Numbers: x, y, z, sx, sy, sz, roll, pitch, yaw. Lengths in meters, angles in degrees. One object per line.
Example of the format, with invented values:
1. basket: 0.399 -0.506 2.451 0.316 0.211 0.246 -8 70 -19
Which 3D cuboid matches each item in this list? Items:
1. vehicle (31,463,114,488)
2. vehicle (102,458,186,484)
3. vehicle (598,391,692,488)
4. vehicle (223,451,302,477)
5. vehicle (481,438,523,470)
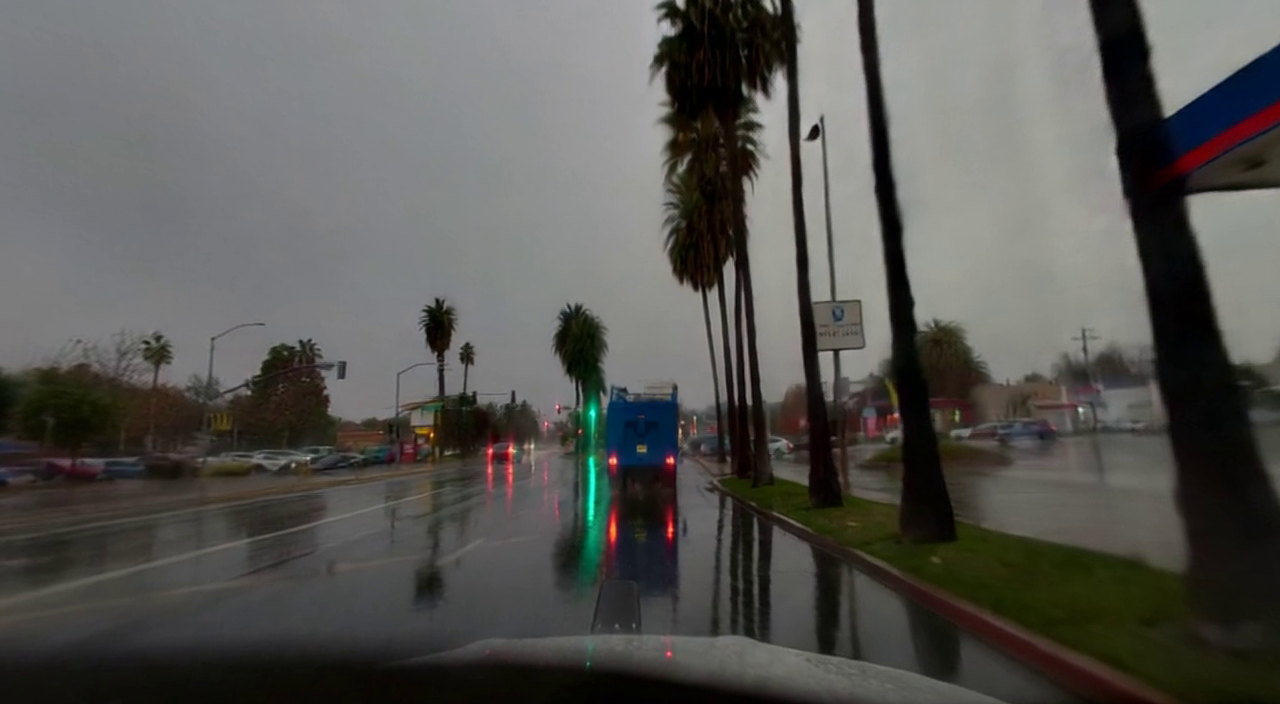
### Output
1. vehicle: -35.979 7.799 40.161 1.834 1.383 3.707 0 -8 -1
2. vehicle: -31.240 7.476 39.934 1.766 1.428 4.337 0 -8 0
3. vehicle: 0.384 3.091 22.313 2.463 2.954 5.938 -1 -8 9
4. vehicle: -27.704 8.217 46.463 4.583 1.556 1.893 -3 -7 -1
5. vehicle: -7.655 5.681 35.380 1.997 1.679 4.263 1 -8 -9
